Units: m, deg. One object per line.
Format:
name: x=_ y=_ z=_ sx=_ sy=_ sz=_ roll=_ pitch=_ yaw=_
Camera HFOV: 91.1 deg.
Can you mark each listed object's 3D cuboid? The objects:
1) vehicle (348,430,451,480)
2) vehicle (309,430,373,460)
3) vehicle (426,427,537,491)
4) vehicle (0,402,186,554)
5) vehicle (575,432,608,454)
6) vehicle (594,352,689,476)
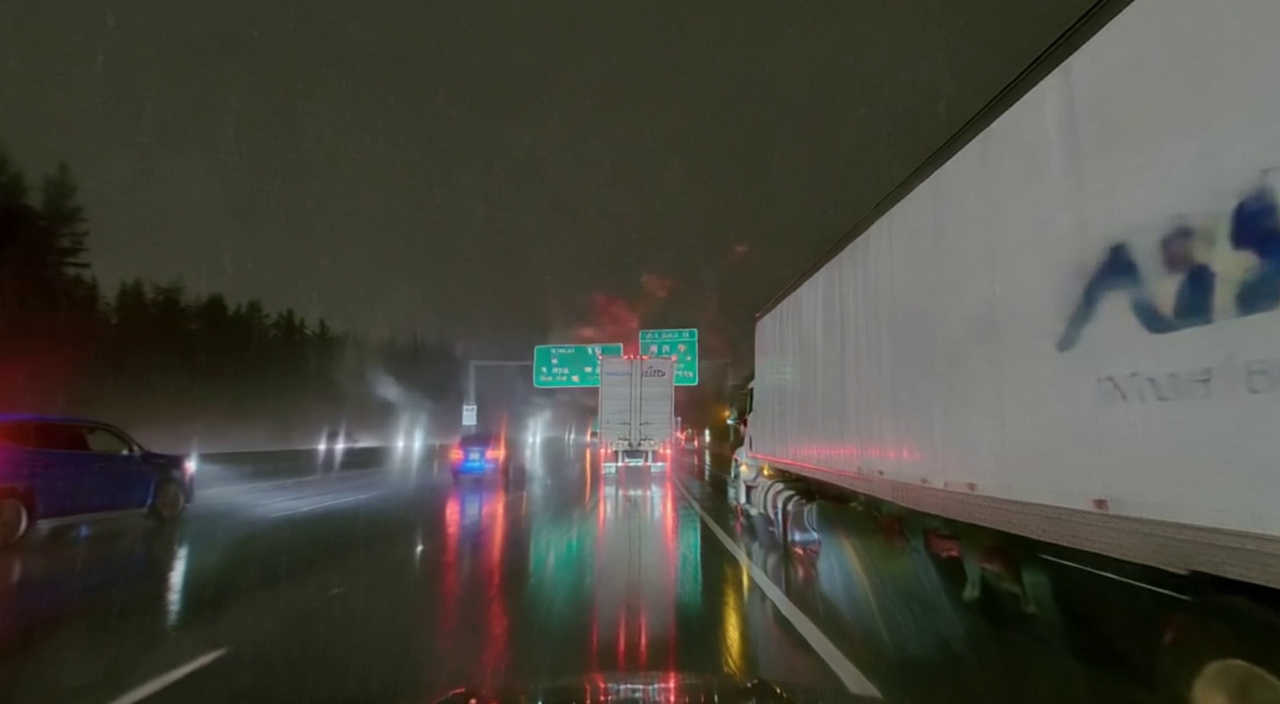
vehicle: x=-8.014 y=3.446 z=21.377 sx=1.943 sy=1.500 sz=4.011 roll=0 pitch=-8 yaw=-1
vehicle: x=-19.868 y=6.185 z=41.991 sx=1.971 sy=1.812 sz=4.441 roll=0 pitch=-8 yaw=1
vehicle: x=-4.073 y=2.798 z=16.846 sx=1.933 sy=1.492 sz=3.838 roll=0 pitch=-8 yaw=0
vehicle: x=-8.047 y=1.485 z=7.637 sx=1.990 sy=1.654 sz=4.129 roll=0 pitch=-8 yaw=-1
vehicle: x=-3.751 y=7.132 z=49.551 sx=2.104 sy=1.653 sz=4.302 roll=-1 pitch=-8 yaw=3
vehicle: x=-0.083 y=2.756 z=26.327 sx=3.118 sy=4.106 sz=10.719 roll=0 pitch=-8 yaw=-1
